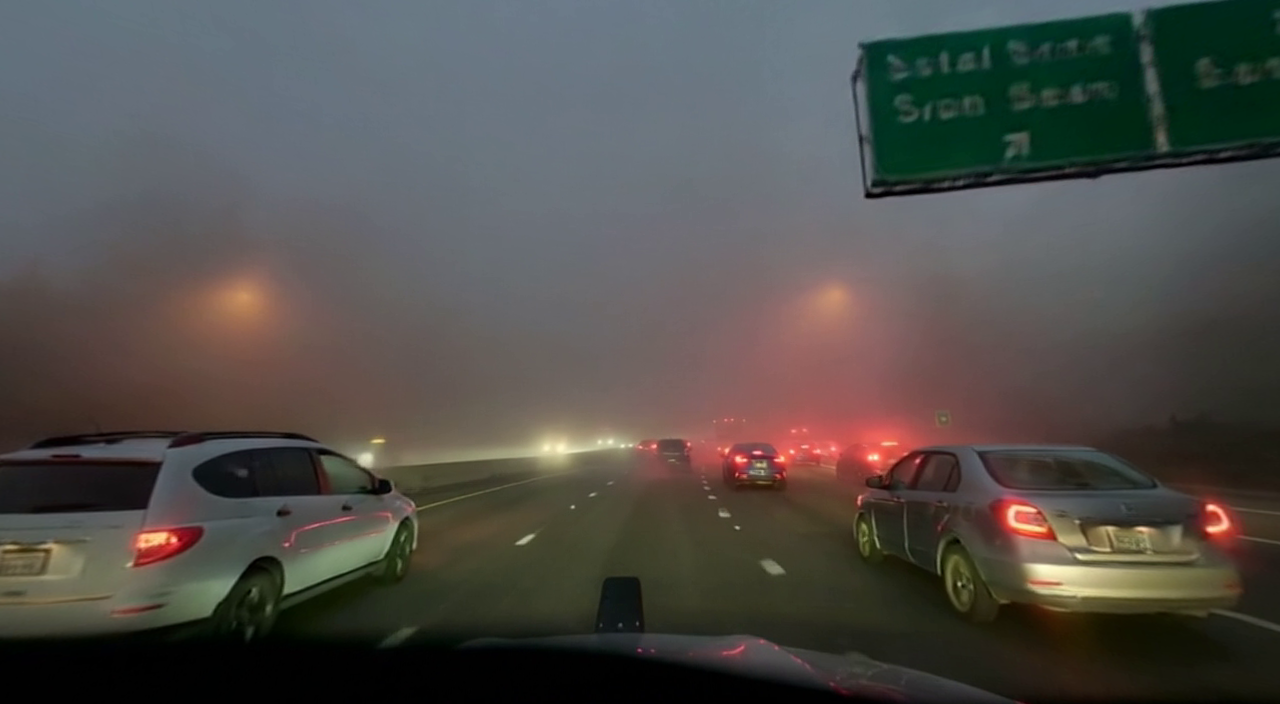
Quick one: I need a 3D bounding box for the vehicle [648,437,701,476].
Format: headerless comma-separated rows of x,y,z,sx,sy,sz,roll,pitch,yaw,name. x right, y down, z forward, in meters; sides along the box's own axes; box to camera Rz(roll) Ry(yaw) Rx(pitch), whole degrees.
1.555,4.636,28.025,2.201,1.614,3.803,-1,-9,4,vehicle

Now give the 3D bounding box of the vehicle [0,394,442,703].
-3.242,1.297,4.777,1.937,1.558,4.469,0,-9,1,vehicle

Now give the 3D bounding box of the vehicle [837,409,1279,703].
3.442,1.390,5.453,2.014,1.489,4.696,0,-9,1,vehicle

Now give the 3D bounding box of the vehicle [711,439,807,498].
3.299,3.331,18.382,2.009,1.489,4.559,0,-9,1,vehicle

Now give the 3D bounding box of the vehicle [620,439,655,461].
-0.154,7.264,46.555,2.059,1.516,4.236,-1,-9,7,vehicle
